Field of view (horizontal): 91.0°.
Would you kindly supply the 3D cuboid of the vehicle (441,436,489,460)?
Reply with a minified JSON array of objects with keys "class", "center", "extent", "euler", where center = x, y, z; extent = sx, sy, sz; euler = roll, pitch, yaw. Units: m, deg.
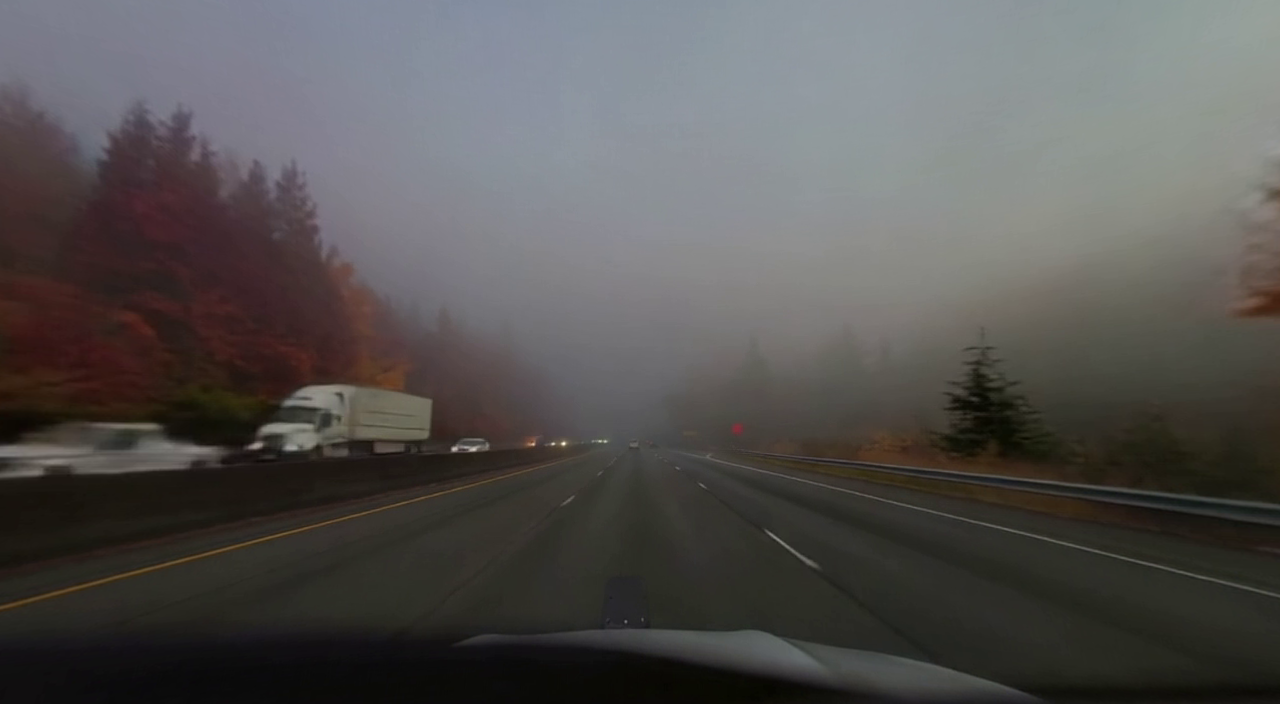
[{"class":"vehicle","center":[-11.543,6.330,41.743],"extent":[1.871,1.479,4.480],"euler":[0,-8,0]}]

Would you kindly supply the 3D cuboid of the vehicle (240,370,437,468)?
[{"class":"vehicle","center":[-15.084,3.919,34.181],"extent":[2.927,4.069,16.353],"euler":[0,-8,-1]}]

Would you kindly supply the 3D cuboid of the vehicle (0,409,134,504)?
[{"class":"vehicle","center":[-11.702,1.796,10.866],"extent":[1.968,1.569,4.700],"euler":[0,-8,1]}]
